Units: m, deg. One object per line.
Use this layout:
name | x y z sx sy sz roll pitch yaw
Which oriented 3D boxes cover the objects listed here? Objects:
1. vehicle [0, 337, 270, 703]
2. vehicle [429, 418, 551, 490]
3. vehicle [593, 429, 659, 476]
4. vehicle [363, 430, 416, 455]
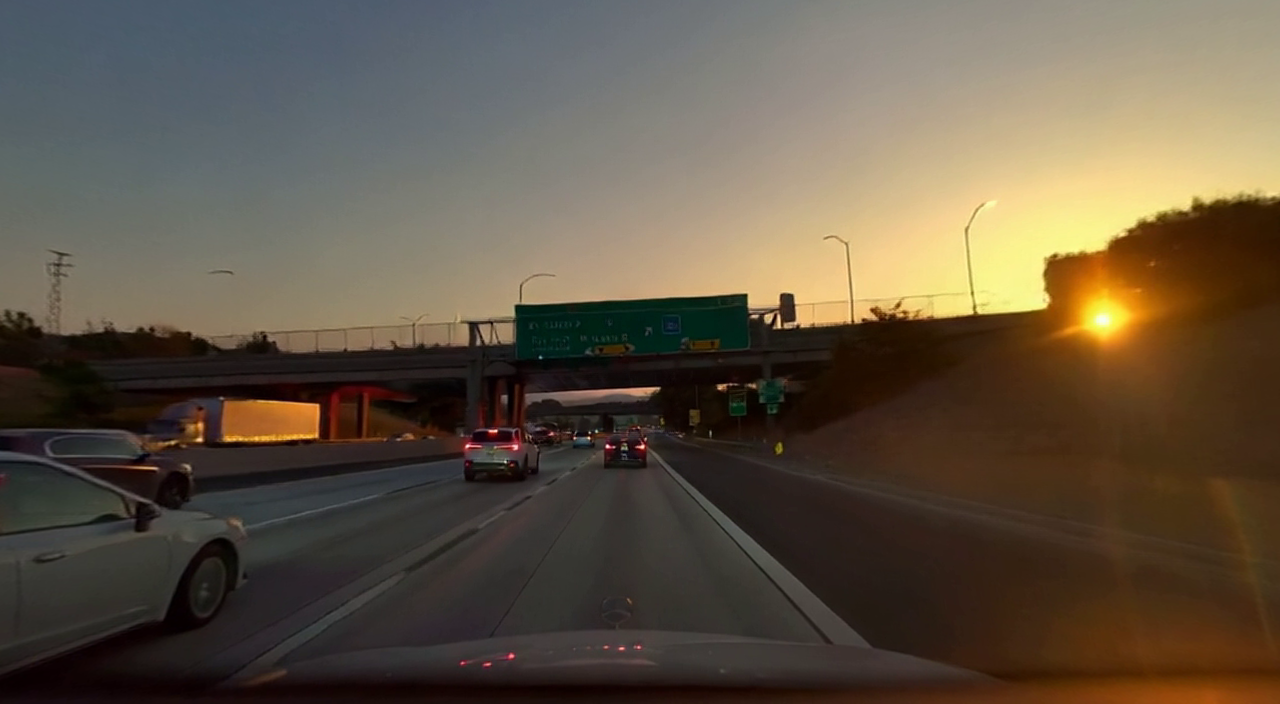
vehicle | -3.781 0.765 2.434 2.107 1.703 4.274 0 -8 -1
vehicle | -3.880 2.721 17.219 2.154 1.690 4.595 0 -8 1
vehicle | -0.465 3.442 21.850 2.070 1.452 3.834 0 -8 -1
vehicle | -19.688 7.148 49.648 2.196 1.833 4.749 0 -8 0
